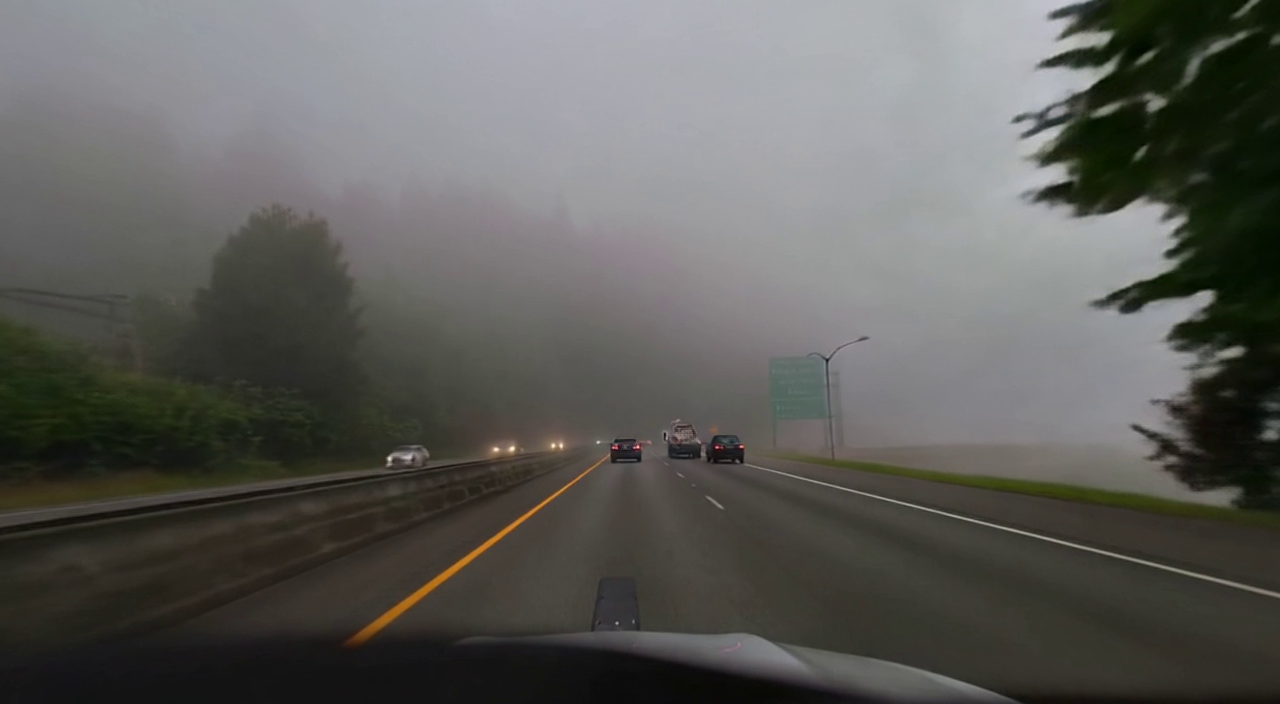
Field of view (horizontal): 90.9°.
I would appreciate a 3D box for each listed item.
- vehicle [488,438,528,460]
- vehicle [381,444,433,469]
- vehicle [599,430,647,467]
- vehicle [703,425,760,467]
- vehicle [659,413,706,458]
[{"bbox_3d":[-10.086,7.439,48.609,2.163,1.522,4.269,0,-8,0],"label":"vehicle"},{"bbox_3d":[-14.390,6.450,39.123,1.806,1.418,3.732,0,-8,-1],"label":"vehicle"},{"bbox_3d":[-0.824,4.710,31.161,2.206,1.681,4.111,0,-8,-1],"label":"vehicle"},{"bbox_3d":[4.381,4.566,30.869,2.073,1.905,4.023,0,-8,-2],"label":"vehicle"},{"bbox_3d":[2.993,6.190,46.633,2.728,3.053,7.708,0,-8,-1],"label":"vehicle"}]
